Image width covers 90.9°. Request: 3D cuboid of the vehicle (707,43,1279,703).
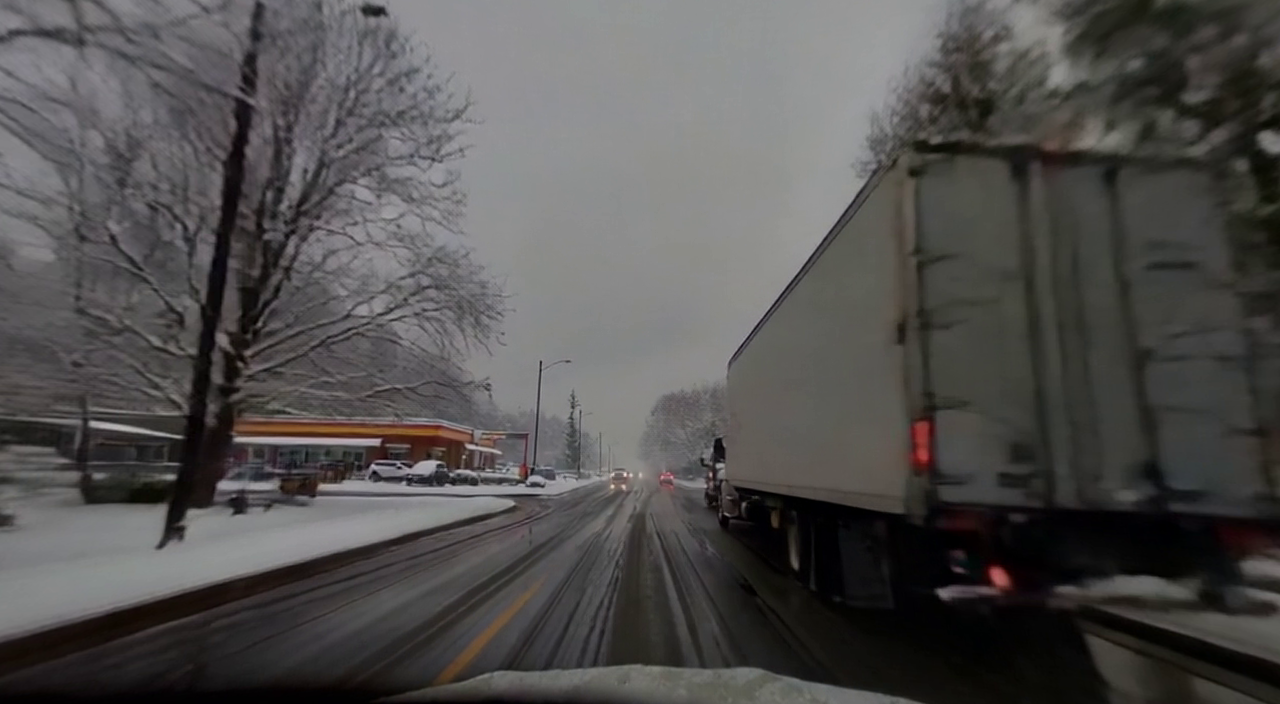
[{"bbox_3d":[3.415,1.377,10.432,2.990,4.098,13.928,1,-11,0],"label":"vehicle"}]
